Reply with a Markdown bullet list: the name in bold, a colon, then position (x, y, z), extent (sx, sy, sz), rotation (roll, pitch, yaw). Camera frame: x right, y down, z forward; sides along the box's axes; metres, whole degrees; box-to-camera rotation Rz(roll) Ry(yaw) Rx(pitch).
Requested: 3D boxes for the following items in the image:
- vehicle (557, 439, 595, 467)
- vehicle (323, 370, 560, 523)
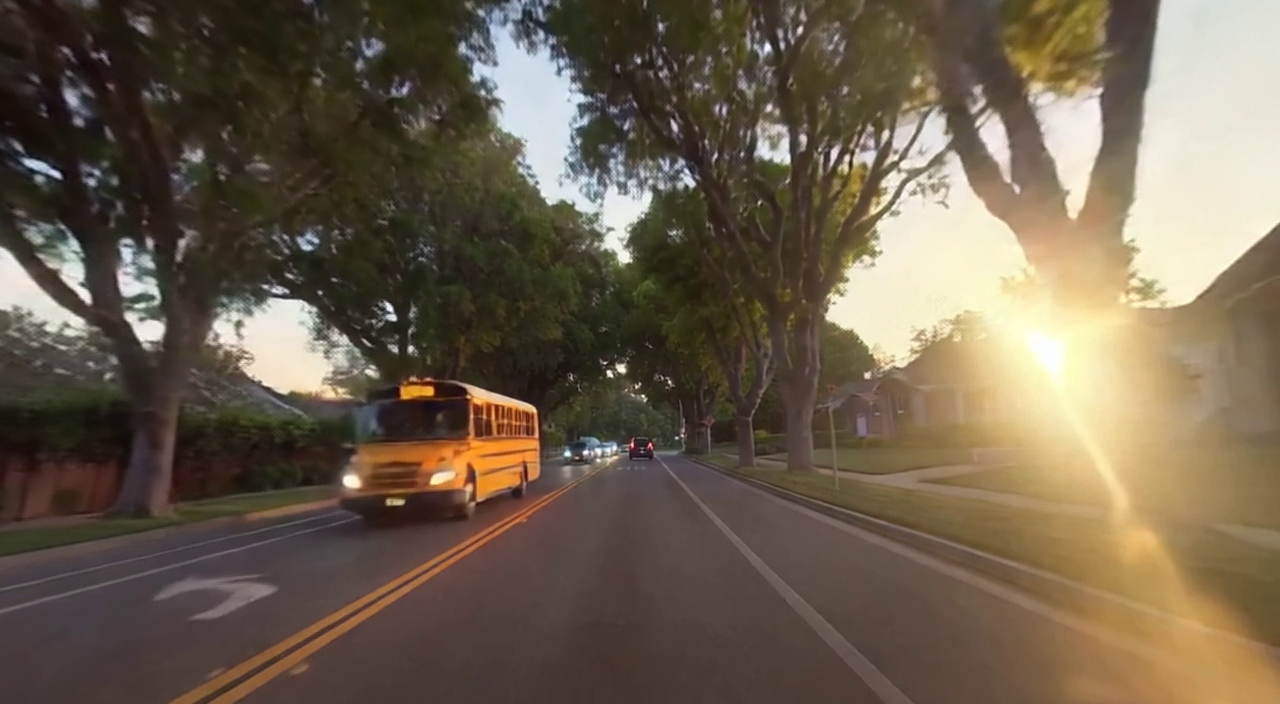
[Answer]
- **vehicle**: position (-4.220, 6.762, 42.353), extent (2.069, 1.707, 4.385), rotation (0, -8, 1)
- **vehicle**: position (-4.274, 2.414, 16.338), extent (2.966, 2.818, 9.113), rotation (0, -8, 1)
